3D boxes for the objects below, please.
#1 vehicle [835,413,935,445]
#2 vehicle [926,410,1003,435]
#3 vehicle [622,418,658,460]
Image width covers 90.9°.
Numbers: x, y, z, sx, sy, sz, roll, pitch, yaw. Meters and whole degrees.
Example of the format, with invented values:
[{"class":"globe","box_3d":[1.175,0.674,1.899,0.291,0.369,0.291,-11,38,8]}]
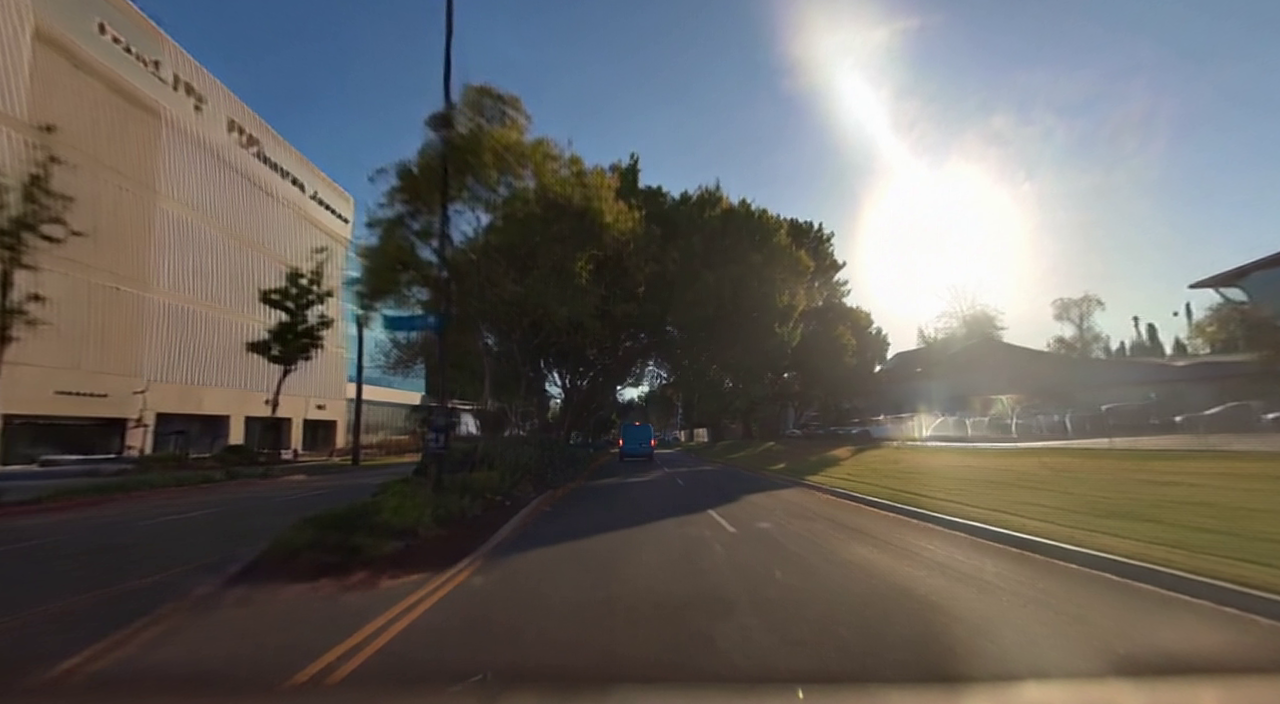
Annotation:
[{"class":"vehicle","box_3d":[12.331,3.914,31.849,4.184,1.578,1.976,1,-8,-4]},{"class":"vehicle","box_3d":[22.414,4.912,43.660,4.287,1.575,1.931,1,-8,0]},{"class":"vehicle","box_3d":[-0.053,6.162,44.664,2.435,2.816,5.232,0,-8,-1]}]
